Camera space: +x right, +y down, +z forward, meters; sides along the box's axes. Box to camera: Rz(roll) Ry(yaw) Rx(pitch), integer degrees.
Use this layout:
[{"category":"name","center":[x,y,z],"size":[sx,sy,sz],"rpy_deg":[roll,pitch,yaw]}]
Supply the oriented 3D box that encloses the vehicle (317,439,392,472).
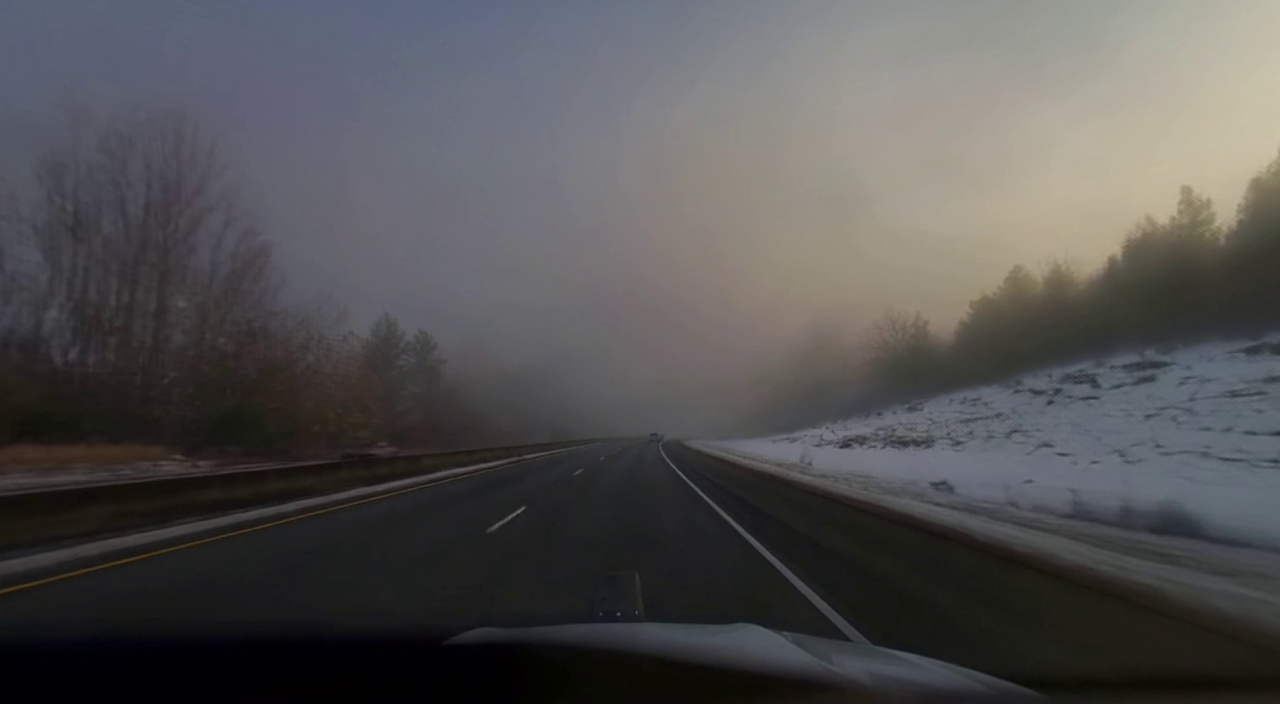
[{"category":"vehicle","center":[-14.769,5.345,32.775],"size":[1.859,1.533,4.158],"rpy_deg":[0,-8,1]}]
